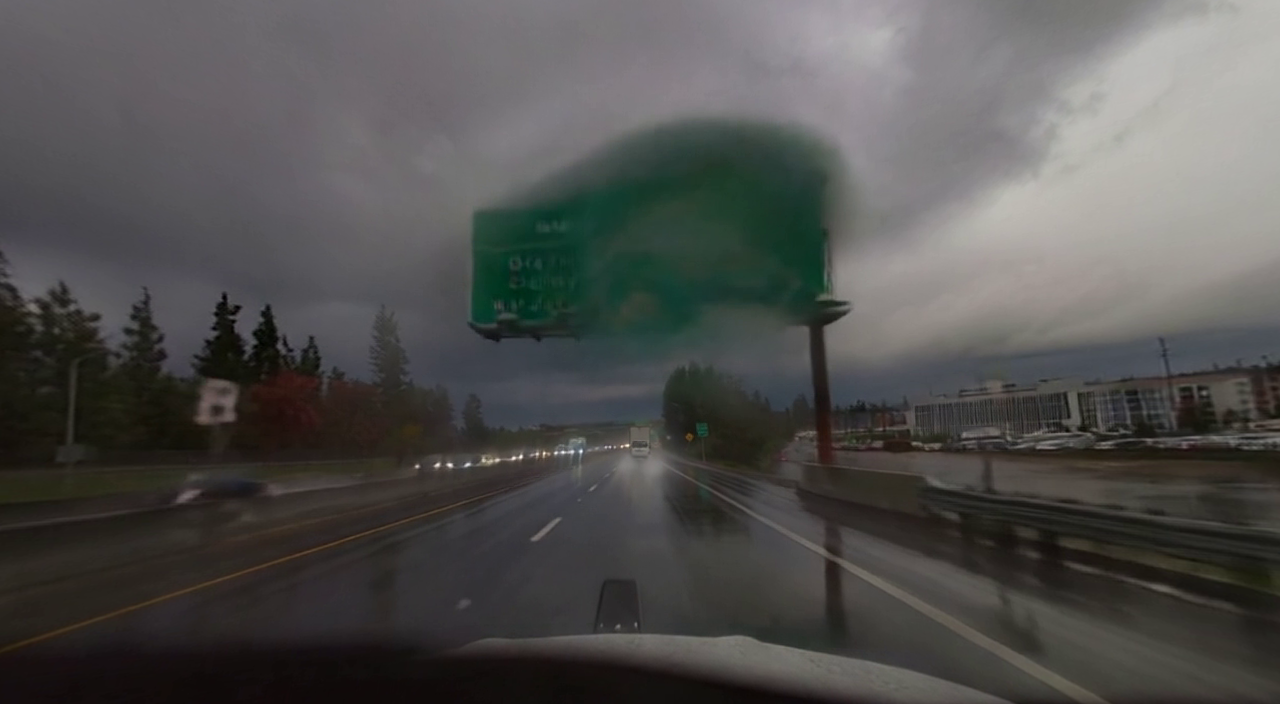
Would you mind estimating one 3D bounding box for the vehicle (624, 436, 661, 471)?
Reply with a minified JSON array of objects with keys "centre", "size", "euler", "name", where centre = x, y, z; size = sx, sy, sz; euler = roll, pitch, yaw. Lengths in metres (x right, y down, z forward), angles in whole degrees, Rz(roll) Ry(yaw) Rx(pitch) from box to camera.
[{"centre":[0.195,6.615,40.899],"size":[2.268,2.122,4.595],"euler":[-1,-9,1],"name":"vehicle"}]
